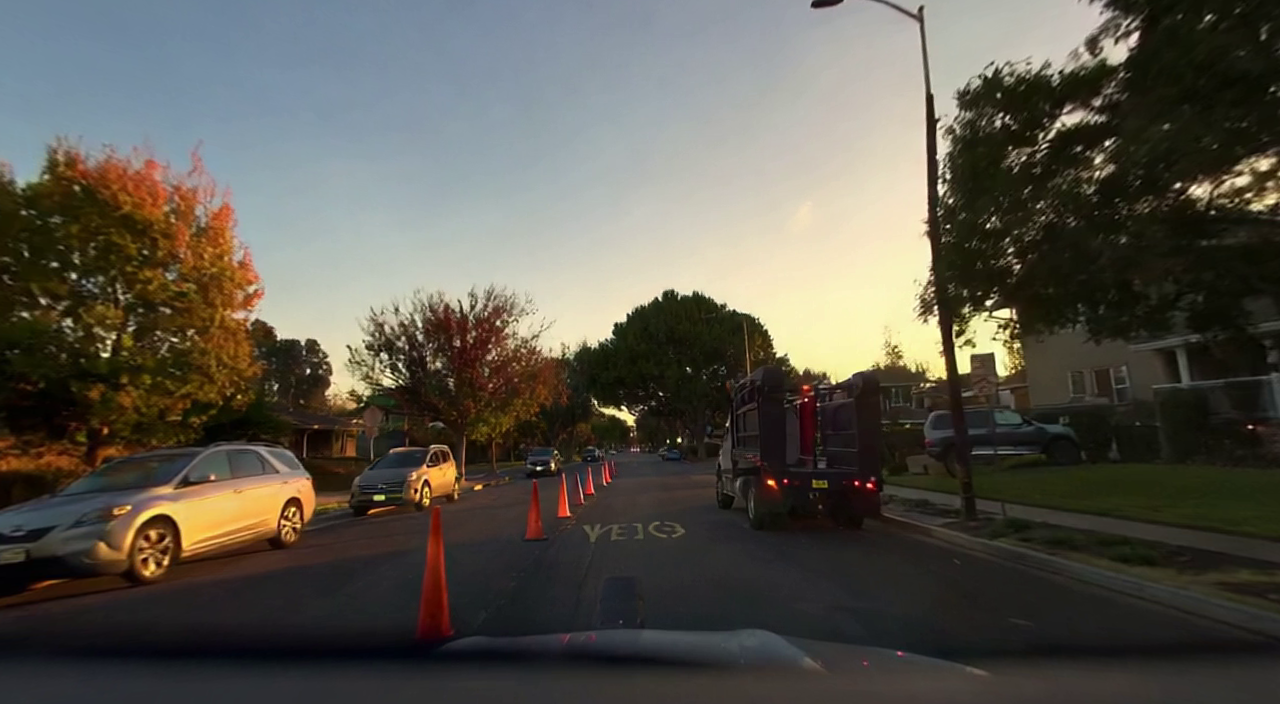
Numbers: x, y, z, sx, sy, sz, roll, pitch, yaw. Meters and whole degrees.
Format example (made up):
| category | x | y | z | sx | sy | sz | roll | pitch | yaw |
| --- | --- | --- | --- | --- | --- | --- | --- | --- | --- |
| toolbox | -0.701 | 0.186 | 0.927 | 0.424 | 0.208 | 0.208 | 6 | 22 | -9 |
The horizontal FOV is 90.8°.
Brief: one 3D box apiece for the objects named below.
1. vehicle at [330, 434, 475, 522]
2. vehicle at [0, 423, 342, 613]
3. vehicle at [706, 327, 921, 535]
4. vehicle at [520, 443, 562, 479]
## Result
| category | x | y | z | sx | sy | sz | roll | pitch | yaw |
| --- | --- | --- | --- | --- | --- | --- | --- | --- | --- |
| vehicle | -6.209 | 3.293 | 17.195 | 2.210 | 1.849 | 4.638 | -5 | -8 | -1 |
| vehicle | -6.493 | 2.066 | 8.860 | 2.312 | 1.790 | 5.067 | -4 | -8 | -2 |
| vehicle | 3.189 | 1.760 | 13.798 | 2.750 | 3.440 | 6.535 | 0 | -8 | 0 |
| vehicle | -5.722 | 6.323 | 37.026 | 2.087 | 1.835 | 4.445 | -2 | -7 | -5 |
